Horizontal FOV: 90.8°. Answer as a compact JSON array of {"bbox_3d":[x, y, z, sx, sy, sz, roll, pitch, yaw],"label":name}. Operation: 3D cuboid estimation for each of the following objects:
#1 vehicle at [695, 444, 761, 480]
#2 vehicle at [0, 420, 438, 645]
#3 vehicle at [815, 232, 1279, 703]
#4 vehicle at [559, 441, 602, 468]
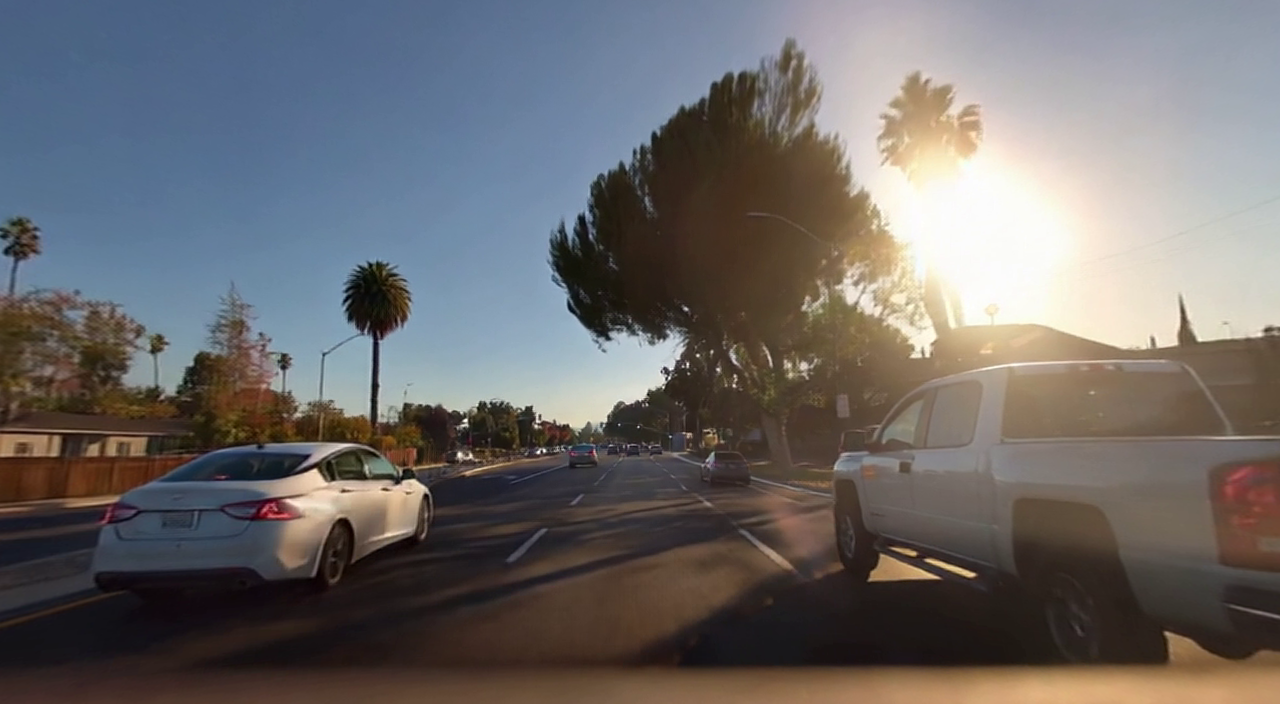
[{"bbox_3d":[3.769,4.795,27.835,2.149,1.421,4.805,0,-8,-1],"label":"vehicle"},{"bbox_3d":[-3.794,1.542,6.505,2.094,1.509,4.286,0,-8,-1],"label":"vehicle"},{"bbox_3d":[3.363,1.011,4.687,2.478,2.030,5.723,0,-8,0],"label":"vehicle"},{"bbox_3d":[-3.581,6.328,39.058,2.263,1.548,4.555,0,-8,0],"label":"vehicle"}]
